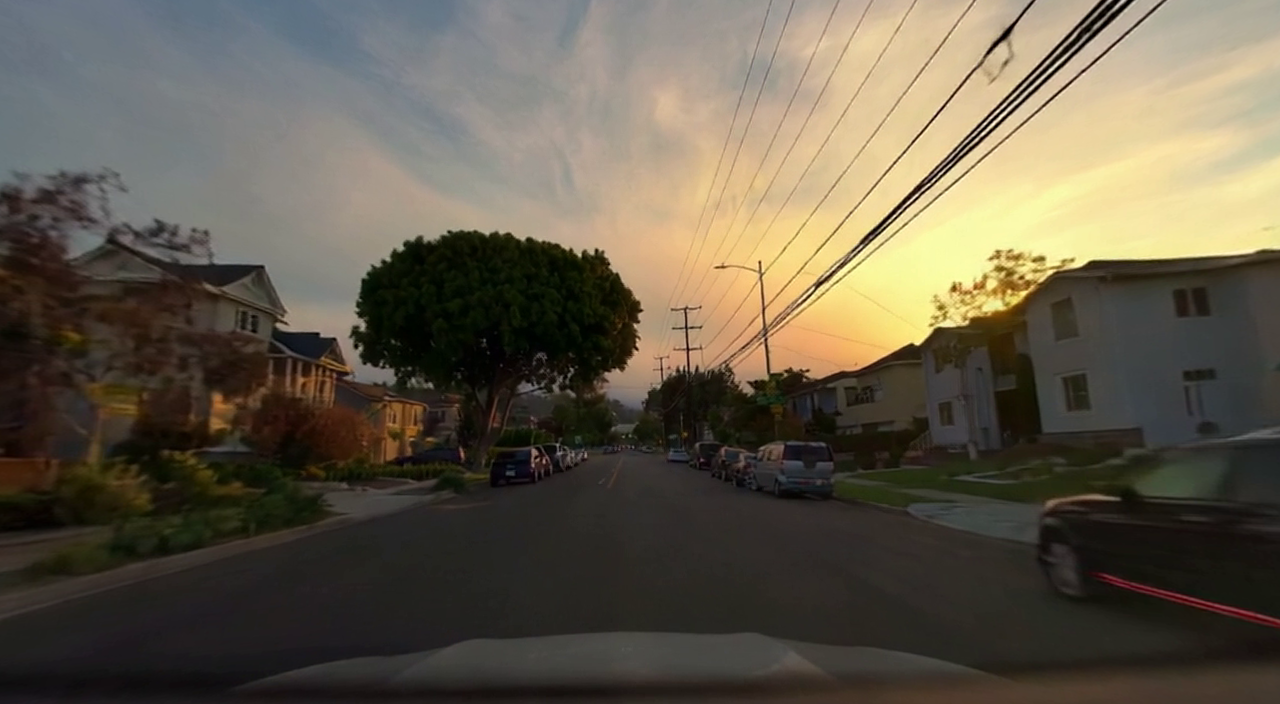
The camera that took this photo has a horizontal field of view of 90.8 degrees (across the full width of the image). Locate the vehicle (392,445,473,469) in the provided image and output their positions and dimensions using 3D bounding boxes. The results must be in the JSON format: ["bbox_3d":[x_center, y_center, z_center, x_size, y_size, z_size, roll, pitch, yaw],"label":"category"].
[{"bbox_3d":[-13.152,6.680,40.254,4.556,1.510,1.843,0,-9,-2],"label":"vehicle"}]

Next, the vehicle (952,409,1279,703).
[{"bbox_3d":[4.377,1.198,4.030,1.998,1.573,5.318,0,-8,-1],"label":"vehicle"}]

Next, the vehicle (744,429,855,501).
[{"bbox_3d":[4.556,3.299,18.838,2.086,1.885,4.323,0,-8,-1],"label":"vehicle"}]

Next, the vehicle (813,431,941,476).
[{"bbox_3d":[10.717,4.637,28.911,4.989,1.840,2.096,-1,-9,2],"label":"vehicle"}]

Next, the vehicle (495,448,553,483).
[{"bbox_3d":[-5.415,5.338,29.974,2.031,1.468,4.165,-2,-9,0],"label":"vehicle"}]
